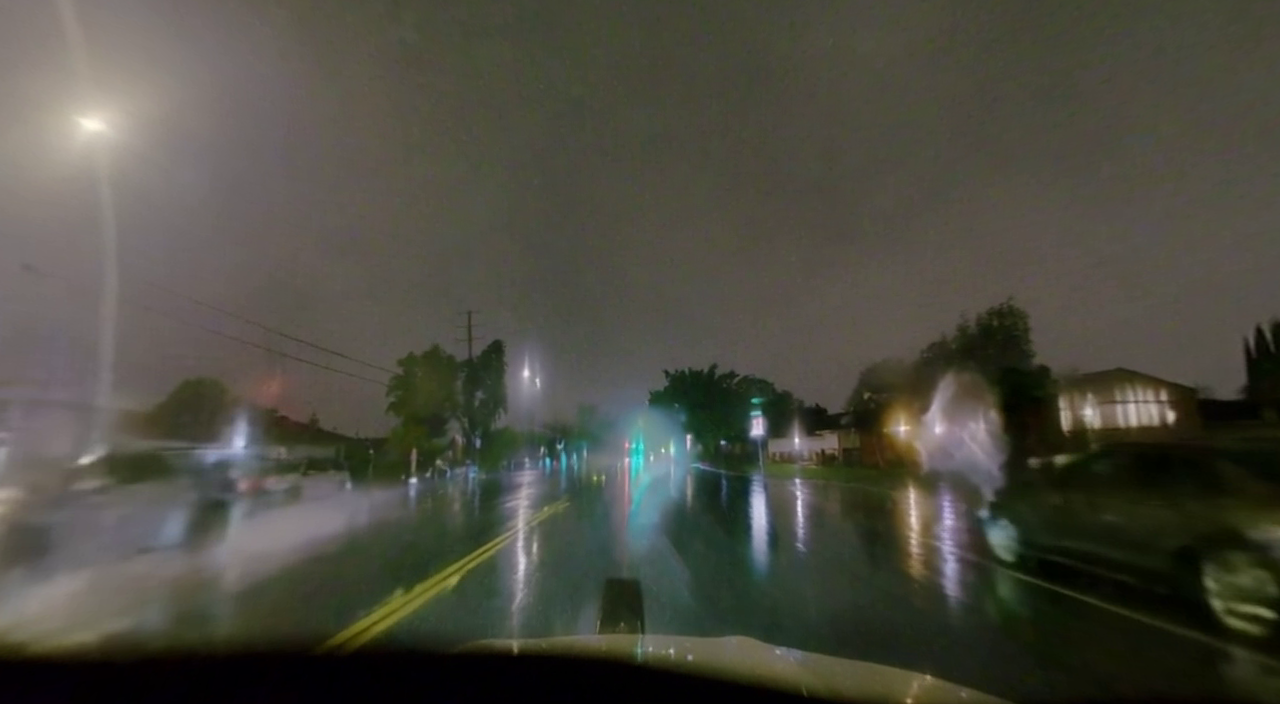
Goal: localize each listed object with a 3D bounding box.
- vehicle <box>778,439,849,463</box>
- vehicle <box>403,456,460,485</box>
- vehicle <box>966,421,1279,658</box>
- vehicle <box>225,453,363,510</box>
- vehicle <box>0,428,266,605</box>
[{"bbox_3d":[12.933,7.421,47.323,4.696,1.732,1.968,0,-9,0],"label":"vehicle"},{"bbox_3d":[-12.634,7.192,38.581,1.926,1.533,4.557,0,-9,1],"label":"vehicle"},{"bbox_3d":[4.960,1.365,5.218,1.950,1.469,4.625,0,-9,-2],"label":"vehicle"},{"bbox_3d":[-12.558,4.684,23.471,2.128,1.768,5.306,0,-9,0],"label":"vehicle"},{"bbox_3d":[-7.406,1.957,8.339,2.092,1.741,4.559,0,-9,0],"label":"vehicle"}]
